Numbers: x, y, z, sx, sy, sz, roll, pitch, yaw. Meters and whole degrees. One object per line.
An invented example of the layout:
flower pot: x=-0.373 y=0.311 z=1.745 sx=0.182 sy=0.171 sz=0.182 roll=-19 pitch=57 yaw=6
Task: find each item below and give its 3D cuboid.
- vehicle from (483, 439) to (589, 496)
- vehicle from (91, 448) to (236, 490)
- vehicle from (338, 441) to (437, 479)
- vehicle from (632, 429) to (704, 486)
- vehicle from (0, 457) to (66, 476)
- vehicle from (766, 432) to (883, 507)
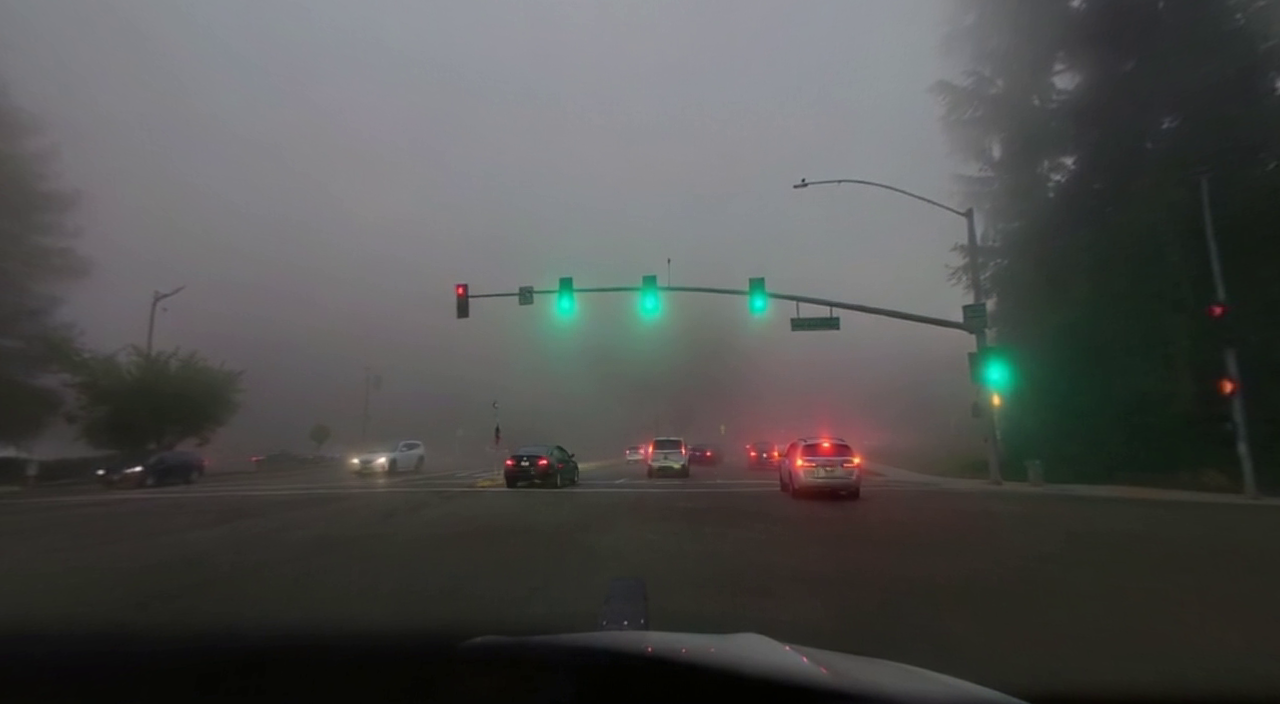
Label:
vehicle: x=-2.919 y=3.381 z=18.810 sx=2.006 sy=1.464 sz=4.586 roll=-1 pitch=-9 yaw=5
vehicle: x=-18.218 y=4.471 z=24.425 sx=1.869 sy=1.449 sz=4.417 roll=-1 pitch=-9 yaw=6
vehicle: x=-10.958 y=4.722 z=27.764 sx=2.009 sy=1.527 sz=4.534 roll=-1 pitch=-9 yaw=7
vehicle: x=1.089 y=3.636 z=21.913 sx=2.250 sy=1.768 sz=4.574 roll=-1 pitch=-9 yaw=6
vehicle: x=-45.424 y=8.576 z=47.124 sx=3.435 sy=1.356 sz=1.713 roll=-2 pitch=-9 yaw=7
vehicle: x=4.224 y=2.745 z=15.027 sx=1.859 sy=1.540 sz=3.454 roll=-1 pitch=-9 yaw=2
